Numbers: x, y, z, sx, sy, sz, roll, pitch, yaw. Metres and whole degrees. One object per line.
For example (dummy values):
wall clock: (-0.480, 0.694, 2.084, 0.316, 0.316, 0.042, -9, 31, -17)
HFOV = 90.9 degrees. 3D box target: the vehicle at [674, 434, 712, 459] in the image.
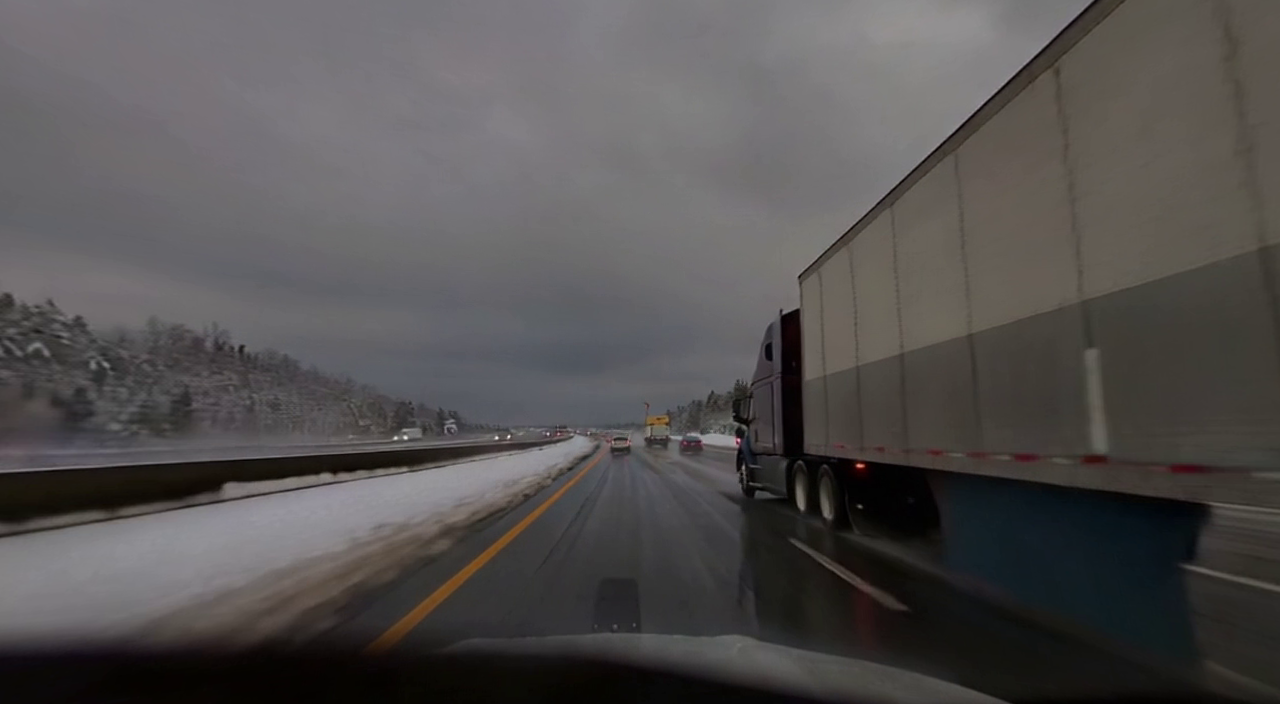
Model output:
vehicle: (3.237, 5.886, 39.377, 1.813, 1.454, 4.197, 0, -7, -2)

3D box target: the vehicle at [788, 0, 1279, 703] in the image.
vehicle: (4.290, -0.166, 4.160, 2.965, 4.033, 14.299, 0, -7, -1)
